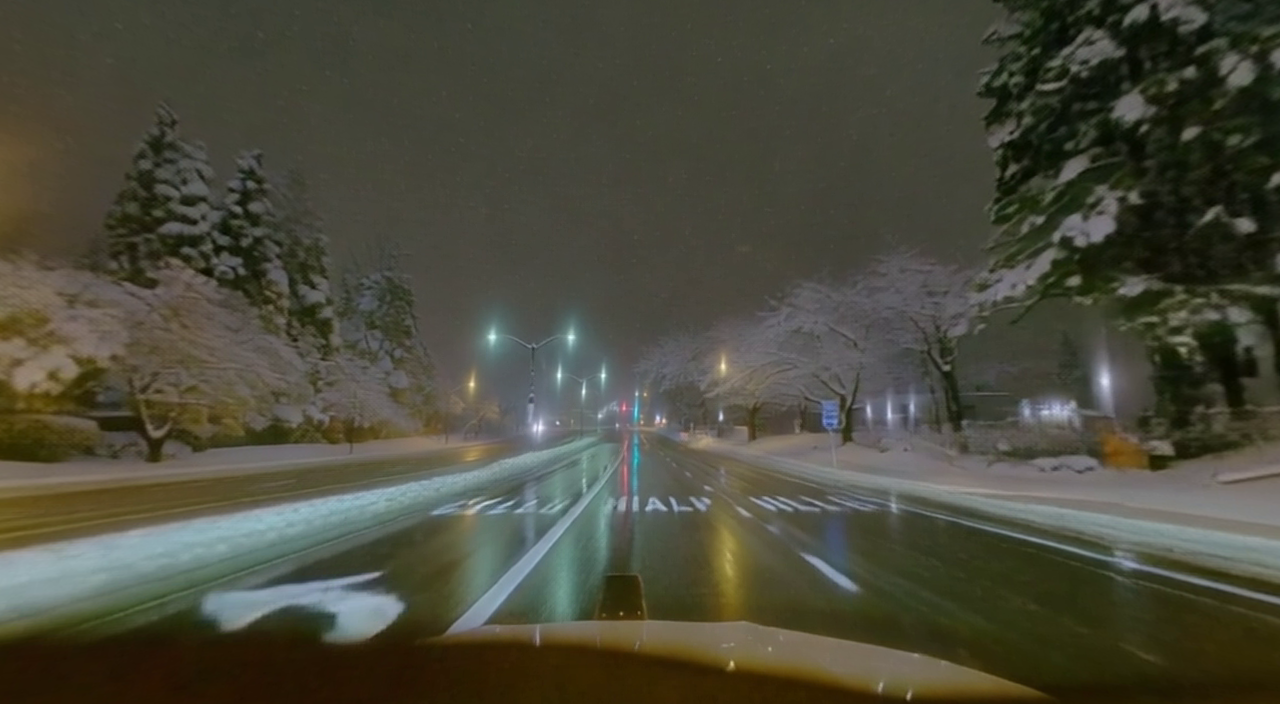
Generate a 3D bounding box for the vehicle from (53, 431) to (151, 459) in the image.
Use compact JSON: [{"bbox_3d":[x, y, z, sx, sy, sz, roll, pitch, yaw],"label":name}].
[{"bbox_3d":[-33.539,5.826,39.462,4.322,1.564,2.204,0,-10,8],"label":"vehicle"}]
